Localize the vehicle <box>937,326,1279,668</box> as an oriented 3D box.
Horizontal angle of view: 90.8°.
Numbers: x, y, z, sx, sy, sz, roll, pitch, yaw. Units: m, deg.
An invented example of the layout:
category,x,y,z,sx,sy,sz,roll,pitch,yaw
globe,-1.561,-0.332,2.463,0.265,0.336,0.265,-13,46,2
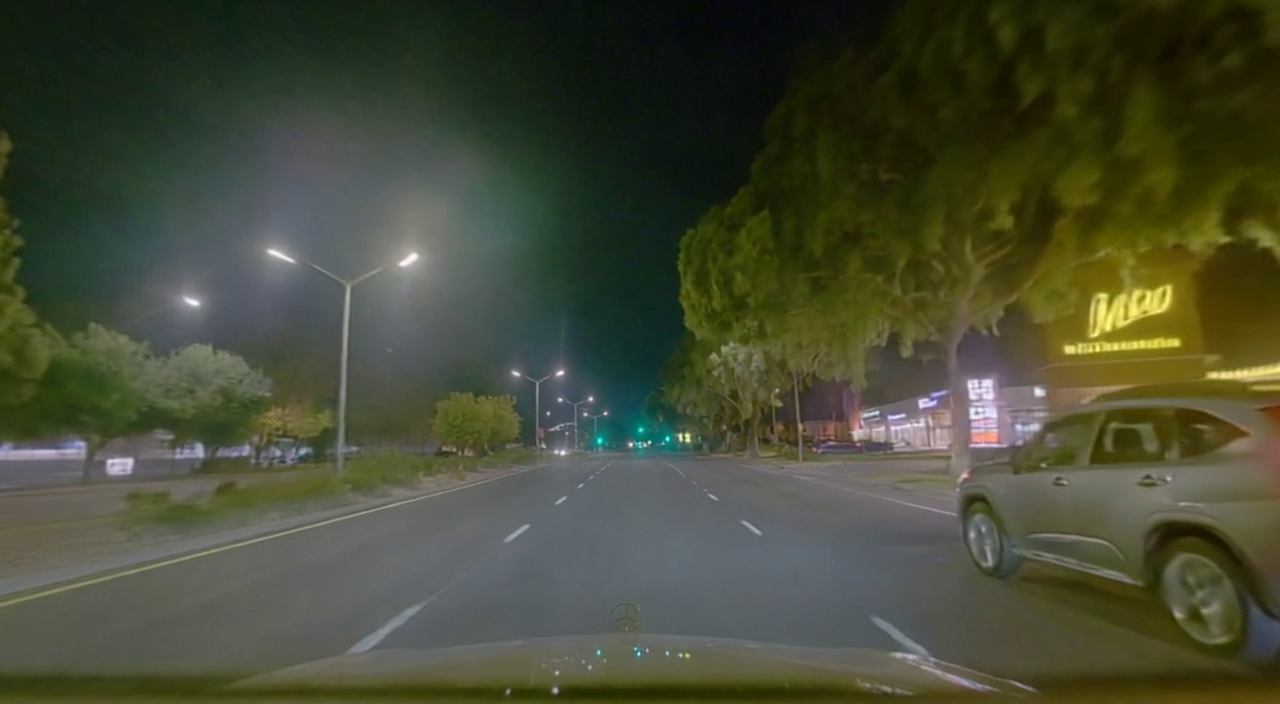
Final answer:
category,x,y,z,sx,sy,sz,roll,pitch,yaw
vehicle,4.772,1.045,5.070,2.185,1.956,5.128,0,-8,-1
